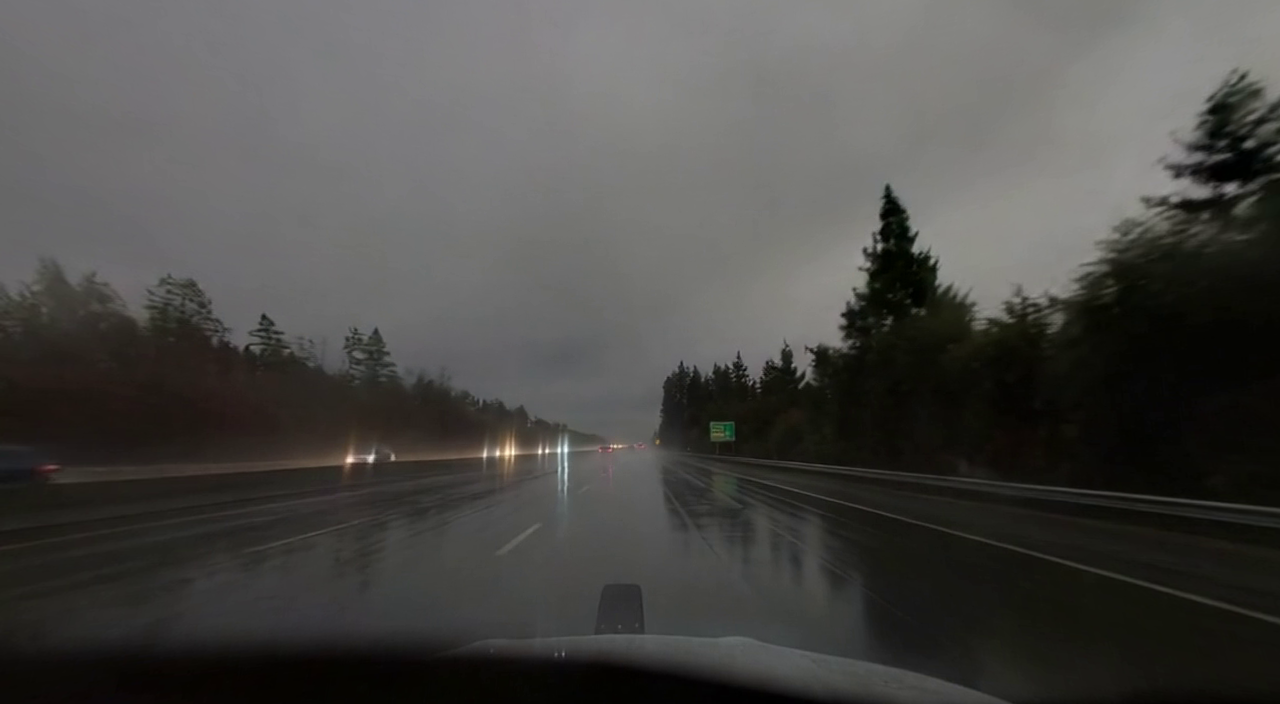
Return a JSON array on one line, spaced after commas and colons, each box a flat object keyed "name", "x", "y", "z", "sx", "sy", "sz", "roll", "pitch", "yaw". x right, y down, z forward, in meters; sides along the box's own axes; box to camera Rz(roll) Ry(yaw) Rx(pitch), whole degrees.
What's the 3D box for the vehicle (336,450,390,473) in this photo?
[{"name": "vehicle", "x": -19.168, "y": 7.566, "z": 43.529, "sx": 1.814, "sy": 1.465, "sz": 4.024, "roll": 0, "pitch": -9, "yaw": 1}]
